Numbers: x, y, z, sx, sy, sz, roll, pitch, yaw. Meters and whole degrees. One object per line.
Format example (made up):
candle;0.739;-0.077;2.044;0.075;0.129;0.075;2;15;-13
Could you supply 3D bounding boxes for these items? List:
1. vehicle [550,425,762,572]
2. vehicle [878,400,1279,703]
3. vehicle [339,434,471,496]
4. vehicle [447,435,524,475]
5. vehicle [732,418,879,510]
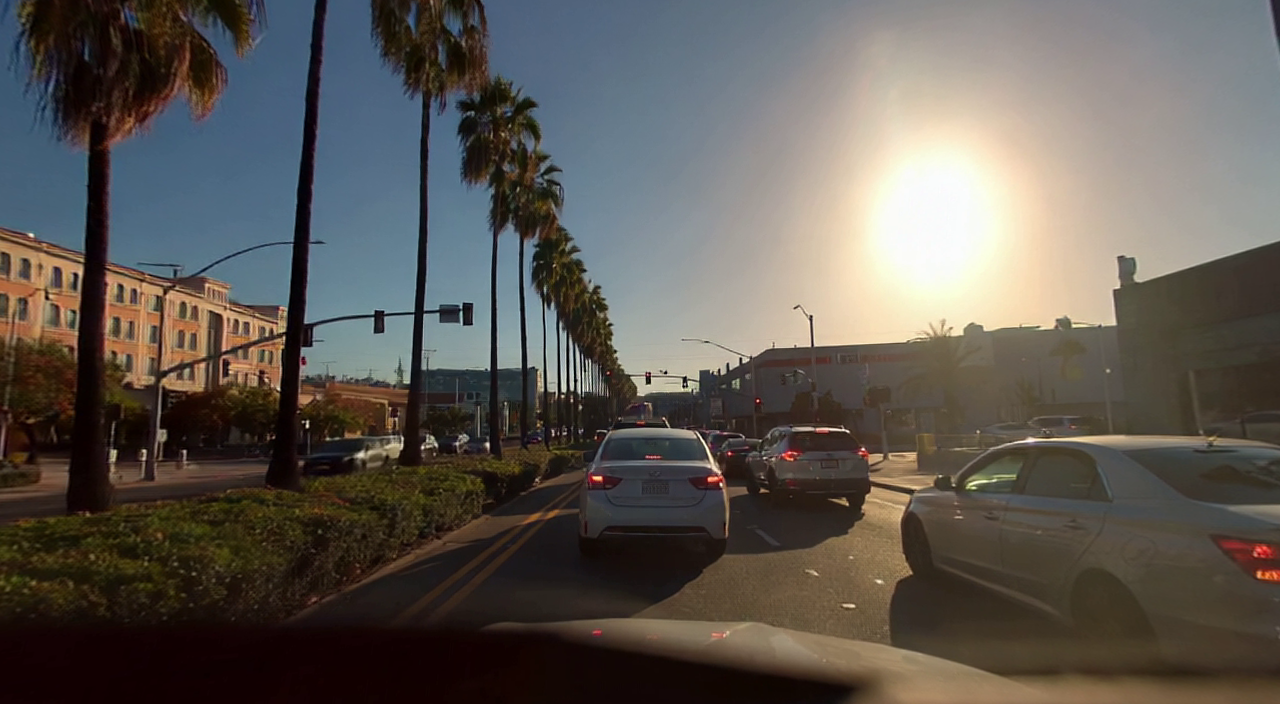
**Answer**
vehicle;0.182;1.787;8.464;2.140;1.474;4.026;0;-8;1
vehicle;3.538;1.228;4.465;1.910;1.490;4.661;0;-8;1
vehicle;-6.253;3.047;17.357;1.900;1.487;4.165;0;-8;2
vehicle;-6.042;4.094;25.221;1.822;1.456;4.396;-1;-8;2
vehicle;3.495;2.464;14.302;2.169;1.751;4.276;0;-8;0
